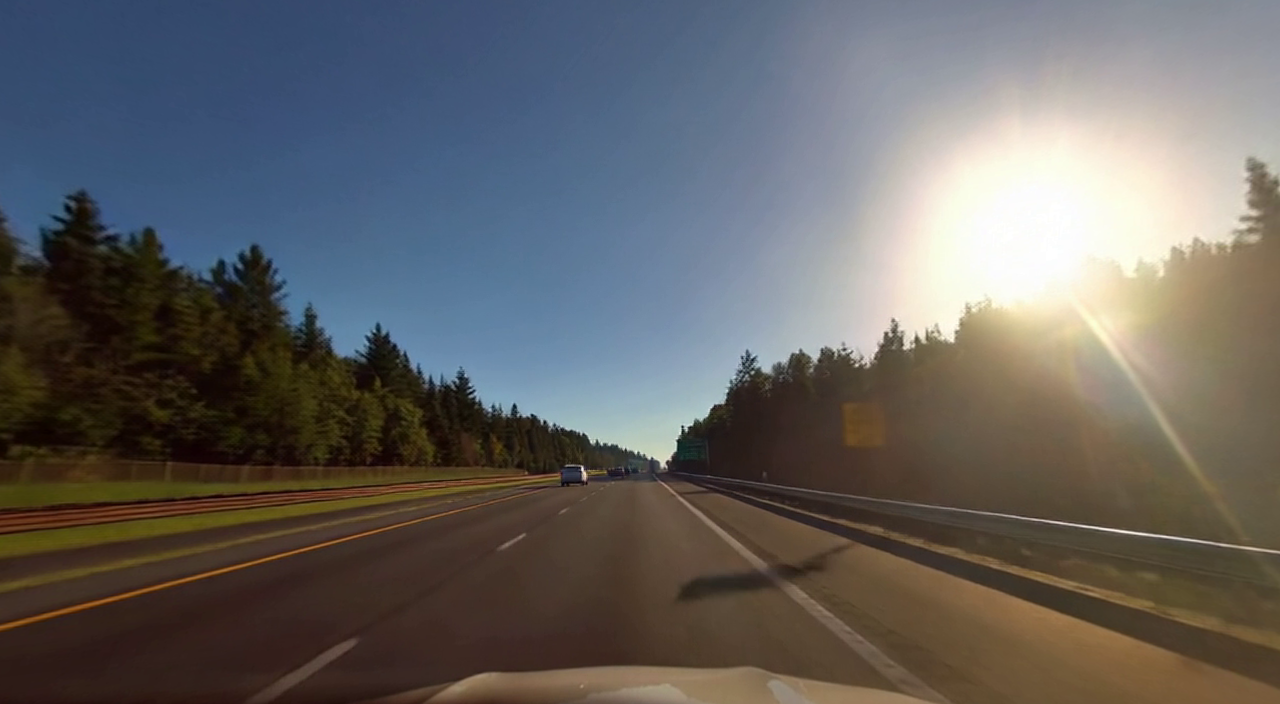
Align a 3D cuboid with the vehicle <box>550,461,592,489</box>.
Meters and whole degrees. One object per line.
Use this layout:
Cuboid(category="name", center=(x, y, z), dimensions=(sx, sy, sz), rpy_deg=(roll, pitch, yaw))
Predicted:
Cuboid(category="vehicle", center=(-4.379, 7.906, 40.615), dimensions=(2.180, 1.618, 4.219), rpy_deg=(1, -10, 0))
